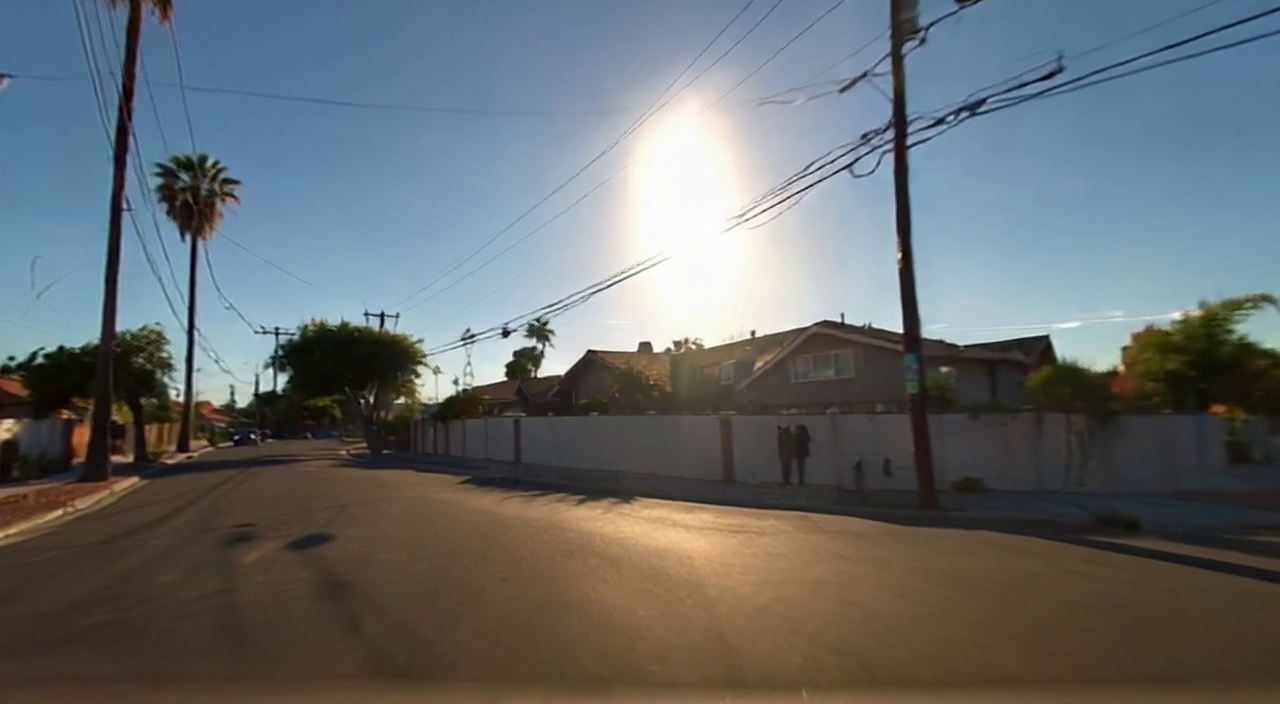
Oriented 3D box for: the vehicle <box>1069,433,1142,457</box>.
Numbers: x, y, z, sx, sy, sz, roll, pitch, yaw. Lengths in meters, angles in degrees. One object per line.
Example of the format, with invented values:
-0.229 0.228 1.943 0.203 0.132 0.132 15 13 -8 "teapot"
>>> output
30.547 6.114 41.481 3.581 1.474 1.702 -7 -11 42 "vehicle"
